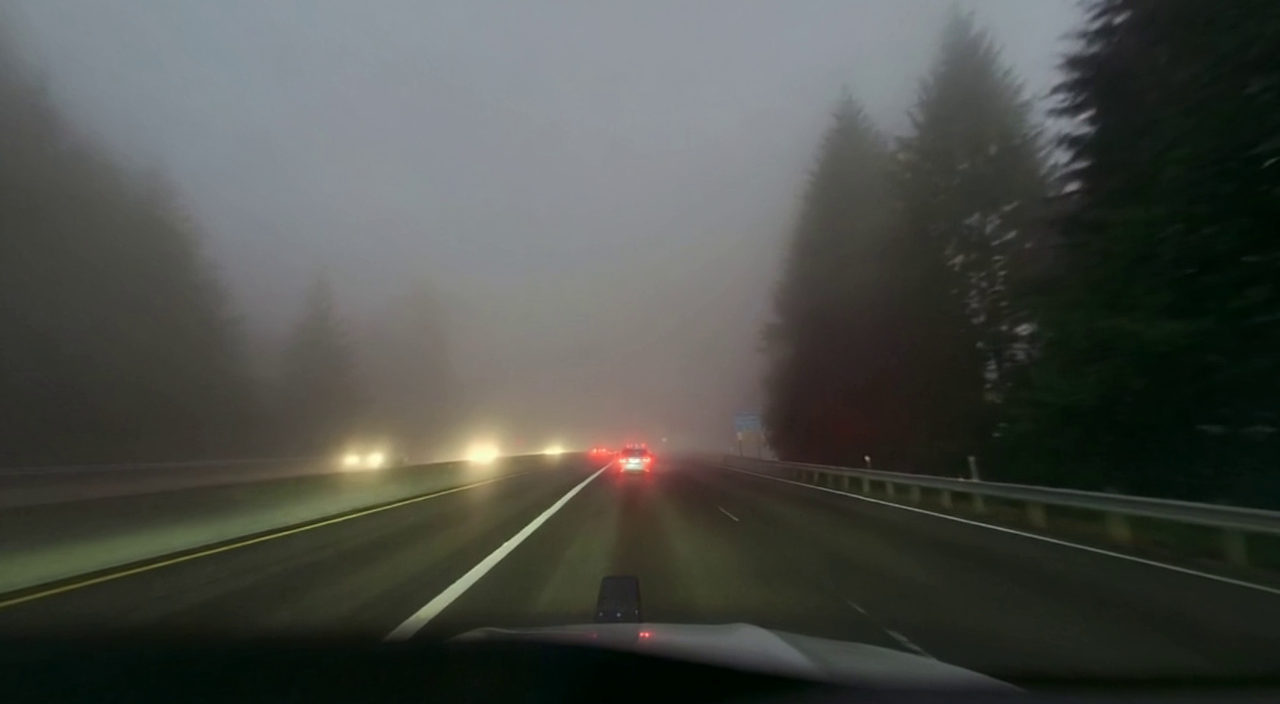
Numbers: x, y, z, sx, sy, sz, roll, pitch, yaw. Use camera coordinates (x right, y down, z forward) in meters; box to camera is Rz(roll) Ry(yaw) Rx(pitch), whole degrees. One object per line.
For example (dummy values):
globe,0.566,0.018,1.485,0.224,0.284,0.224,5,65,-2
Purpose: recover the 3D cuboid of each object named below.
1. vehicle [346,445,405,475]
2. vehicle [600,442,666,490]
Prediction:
vehicle,-16.850,6.869,40.112,1.936,1.768,4.216,-1,-9,0
vehicle,-0.258,3.899,21.798,2.066,1.490,3.759,0,-9,-1
